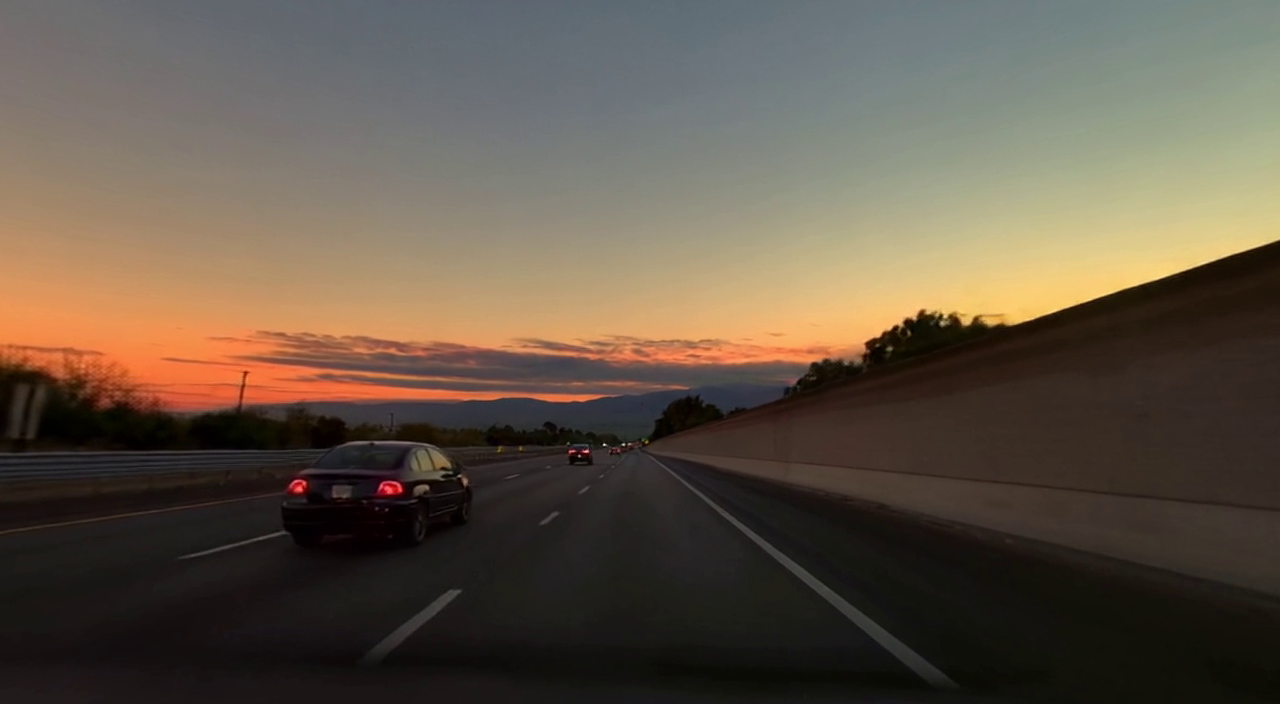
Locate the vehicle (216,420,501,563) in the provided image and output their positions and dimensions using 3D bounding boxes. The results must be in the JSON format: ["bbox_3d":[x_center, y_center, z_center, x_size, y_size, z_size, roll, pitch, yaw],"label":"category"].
[{"bbox_3d":[-3.646,1.891,9.245,2.195,1.573,4.176,0,-9,1],"label":"vehicle"}]

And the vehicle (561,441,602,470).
[{"bbox_3d":[-3.593,6.459,39.637,2.133,1.683,4.340,0,-9,0],"label":"vehicle"}]
